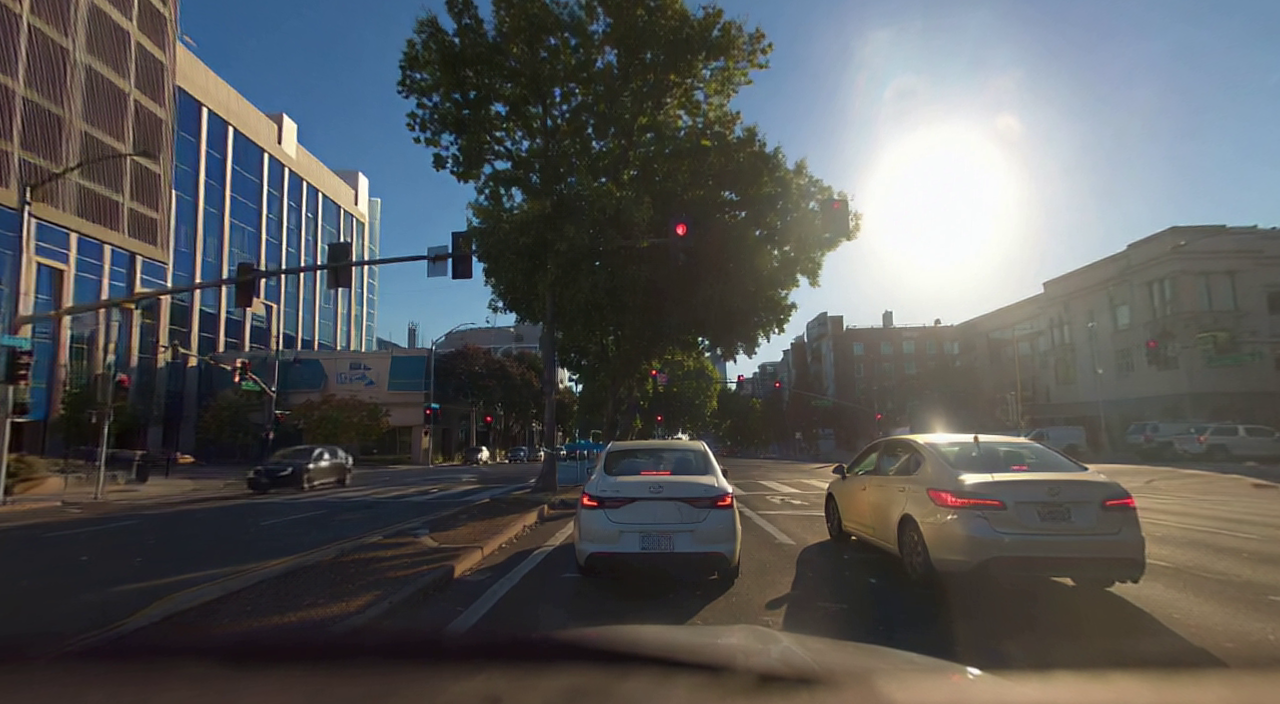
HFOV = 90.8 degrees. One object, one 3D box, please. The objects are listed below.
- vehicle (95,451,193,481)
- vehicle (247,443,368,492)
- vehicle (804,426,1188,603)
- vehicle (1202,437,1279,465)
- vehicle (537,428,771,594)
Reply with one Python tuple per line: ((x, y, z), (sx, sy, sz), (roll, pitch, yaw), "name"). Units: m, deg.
((-26.657, 6.123, 34.040), (3.657, 1.528, 1.783), (1, -9, -3), "vehicle")
((-12.196, 4.232, 23.576), (2.009, 1.642, 4.482), (0, -9, 0), "vehicle")
((3.648, 1.738, 7.737), (2.018, 1.491, 4.544), (0, -9, -1), "vehicle")
((35.206, 5.638, 36.127), (4.190, 1.535, 1.998), (0, -9, -1), "vehicle")
((0.091, 1.732, 7.733), (2.087, 1.468, 4.014), (0, -9, -1), "vehicle")
